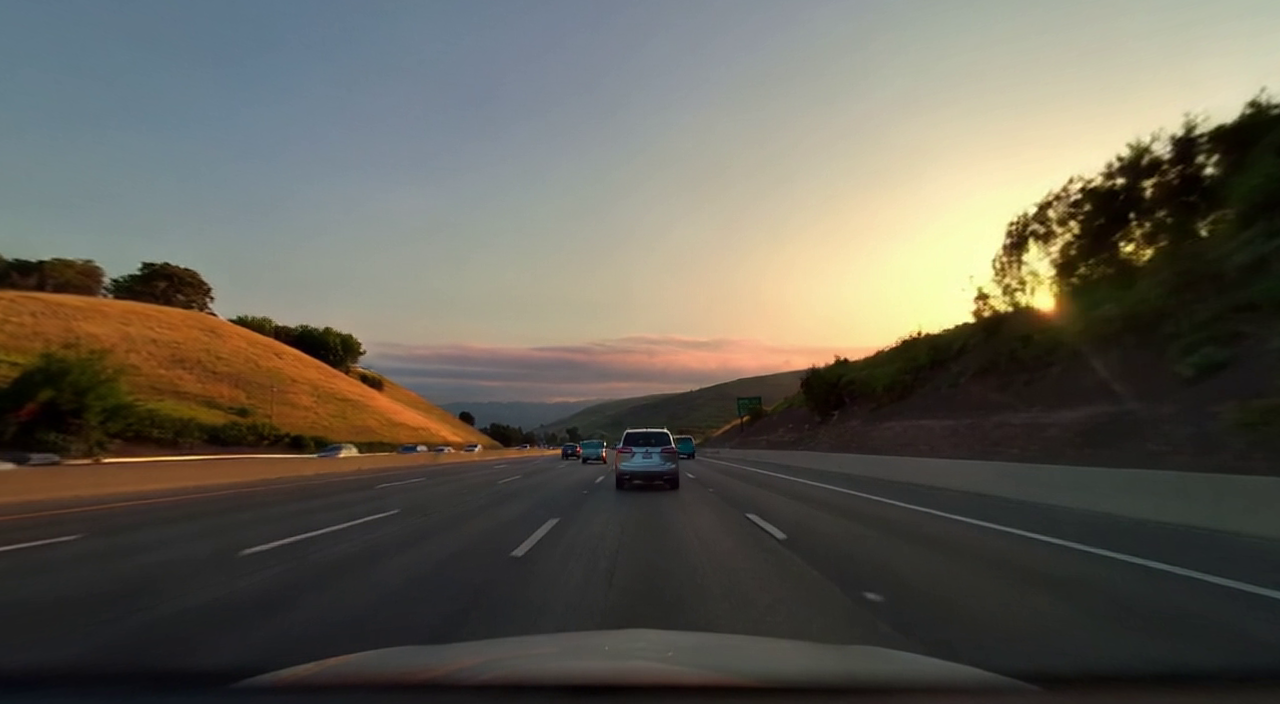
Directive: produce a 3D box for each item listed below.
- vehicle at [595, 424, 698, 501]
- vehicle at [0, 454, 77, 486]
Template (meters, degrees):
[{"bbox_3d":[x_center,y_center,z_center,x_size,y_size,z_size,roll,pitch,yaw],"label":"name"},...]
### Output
[{"bbox_3d":[0.165,2.952,17.158,2.447,1.804,4.273,0,-9,0],"label":"vehicle"},{"bbox_3d":[-31.573,5.936,32.004,1.911,1.461,4.375,0,-9,0],"label":"vehicle"}]
